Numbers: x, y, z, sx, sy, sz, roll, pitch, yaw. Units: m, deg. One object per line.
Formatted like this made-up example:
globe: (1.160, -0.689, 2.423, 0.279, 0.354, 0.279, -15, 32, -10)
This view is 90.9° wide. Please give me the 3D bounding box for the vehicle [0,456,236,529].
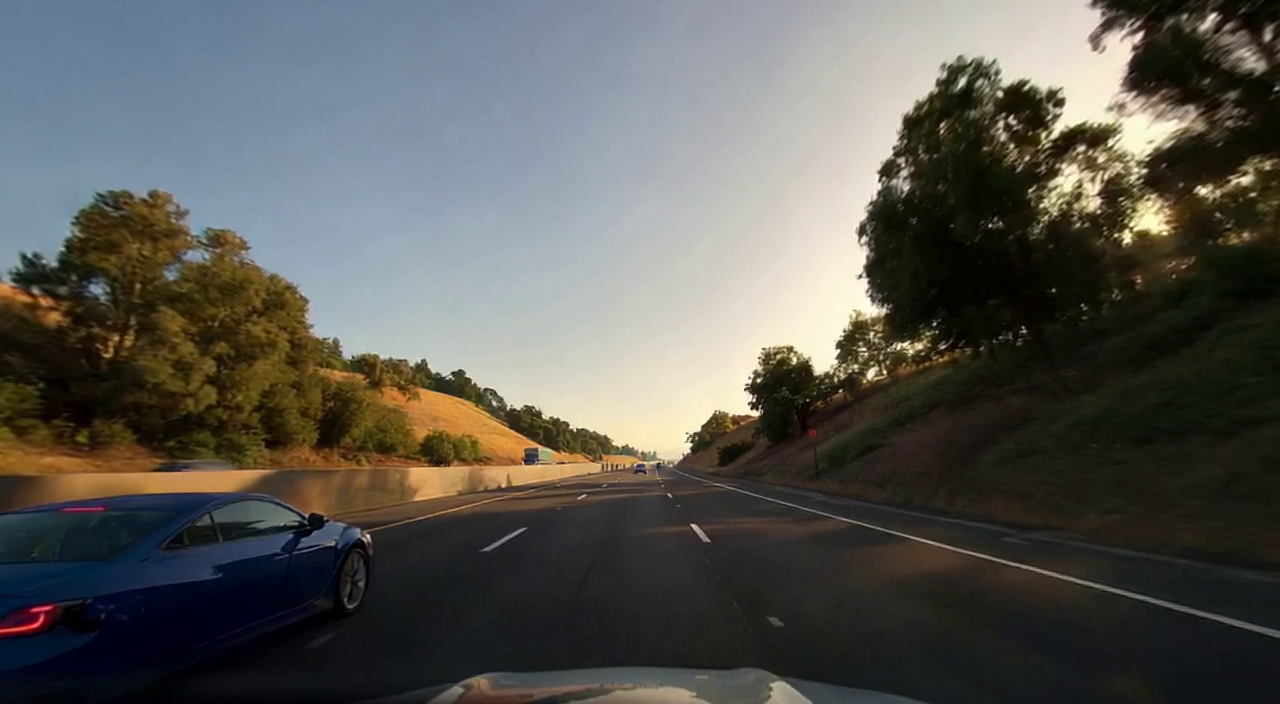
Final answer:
vehicle: (-12.335, 3.336, 15.385, 1.908, 1.474, 4.529, 1, -10, 0)
